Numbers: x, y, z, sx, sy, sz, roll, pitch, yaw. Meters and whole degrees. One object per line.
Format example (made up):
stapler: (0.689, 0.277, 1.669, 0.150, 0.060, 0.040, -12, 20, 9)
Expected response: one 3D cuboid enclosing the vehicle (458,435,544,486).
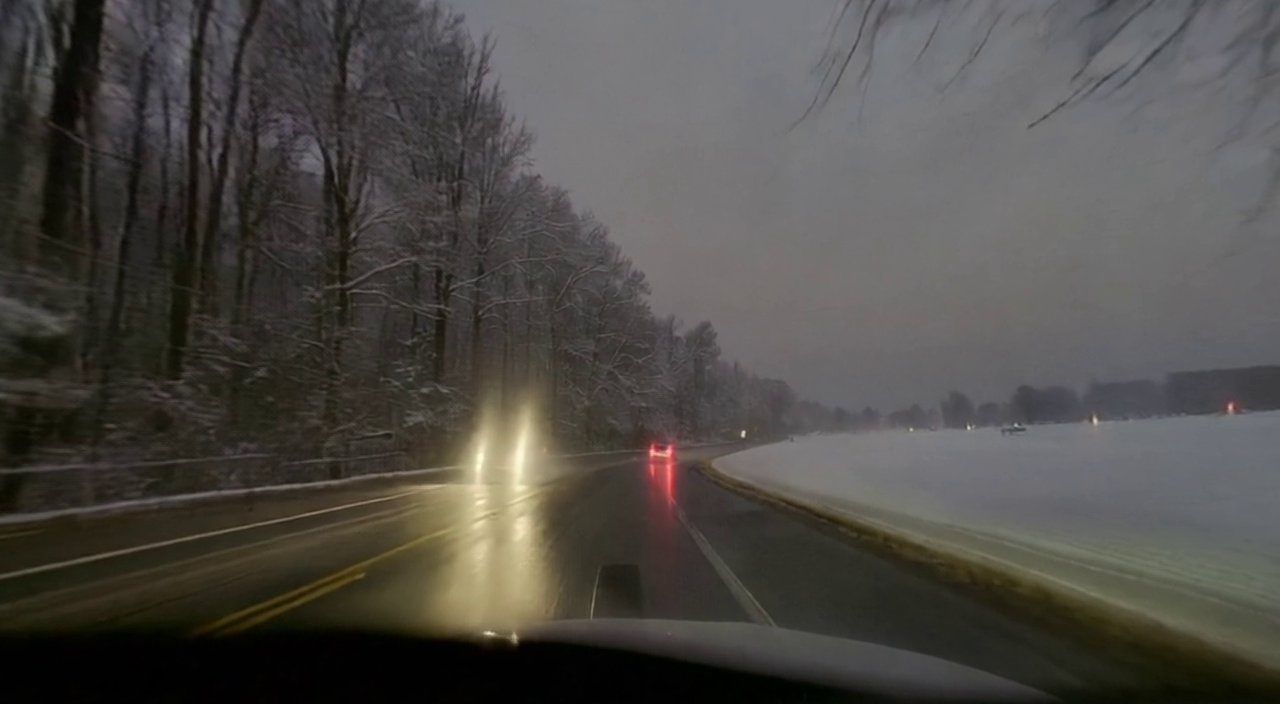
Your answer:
vehicle: (-5.066, 4.015, 23.669, 2.140, 1.727, 4.202, 0, -9, 2)
